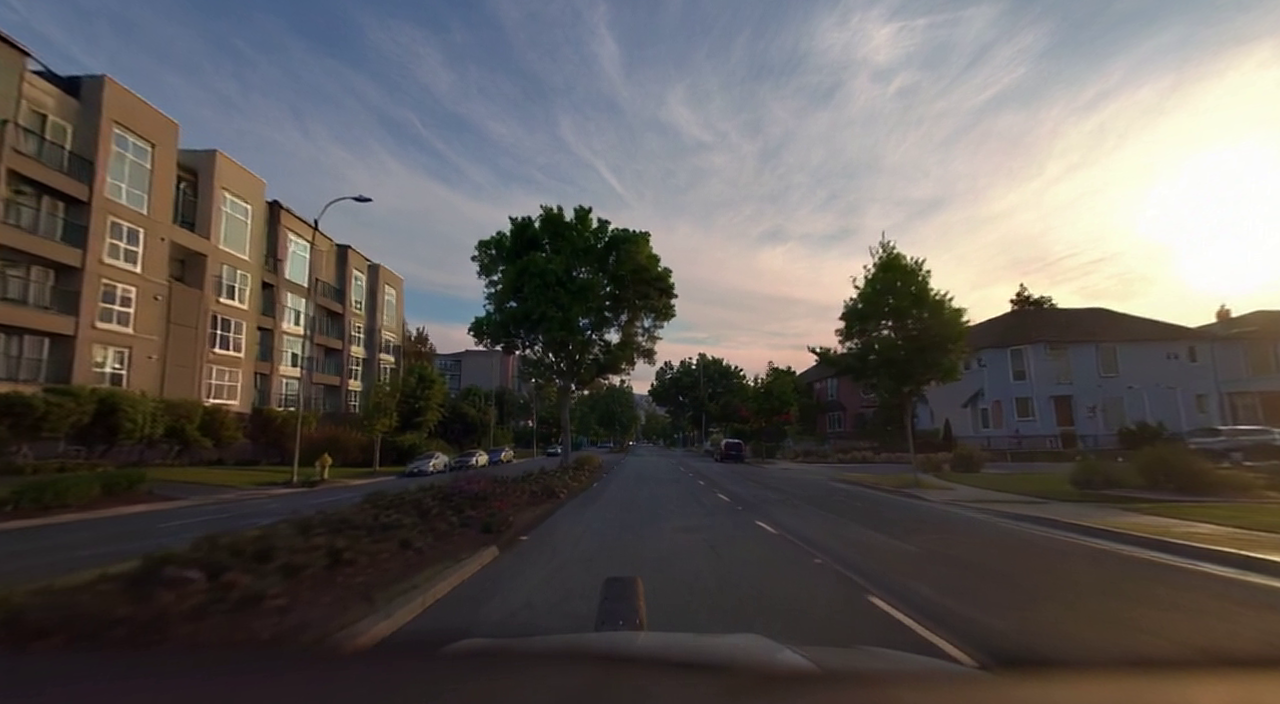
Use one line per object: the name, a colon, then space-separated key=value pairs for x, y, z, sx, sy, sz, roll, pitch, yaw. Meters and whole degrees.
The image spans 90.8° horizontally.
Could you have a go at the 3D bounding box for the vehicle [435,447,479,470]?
vehicle: x=-13.158 y=7.663 z=45.652 sx=1.871 sy=1.503 sz=4.407 roll=-2 pitch=-8 yaw=0

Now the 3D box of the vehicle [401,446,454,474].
vehicle: x=-13.317 y=6.750 z=39.822 sx=1.851 sy=1.645 sz=4.152 roll=-1 pitch=-8 yaw=1

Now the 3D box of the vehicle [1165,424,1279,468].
vehicle: x=24.954 y=3.843 z=25.941 sx=4.861 sy=1.684 sz=2.014 roll=-1 pitch=-8 yaw=1

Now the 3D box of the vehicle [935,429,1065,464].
vehicle: x=18.614 y=4.922 z=32.832 sx=5.466 sy=1.734 sz=1.999 roll=-1 pitch=-9 yaw=1
